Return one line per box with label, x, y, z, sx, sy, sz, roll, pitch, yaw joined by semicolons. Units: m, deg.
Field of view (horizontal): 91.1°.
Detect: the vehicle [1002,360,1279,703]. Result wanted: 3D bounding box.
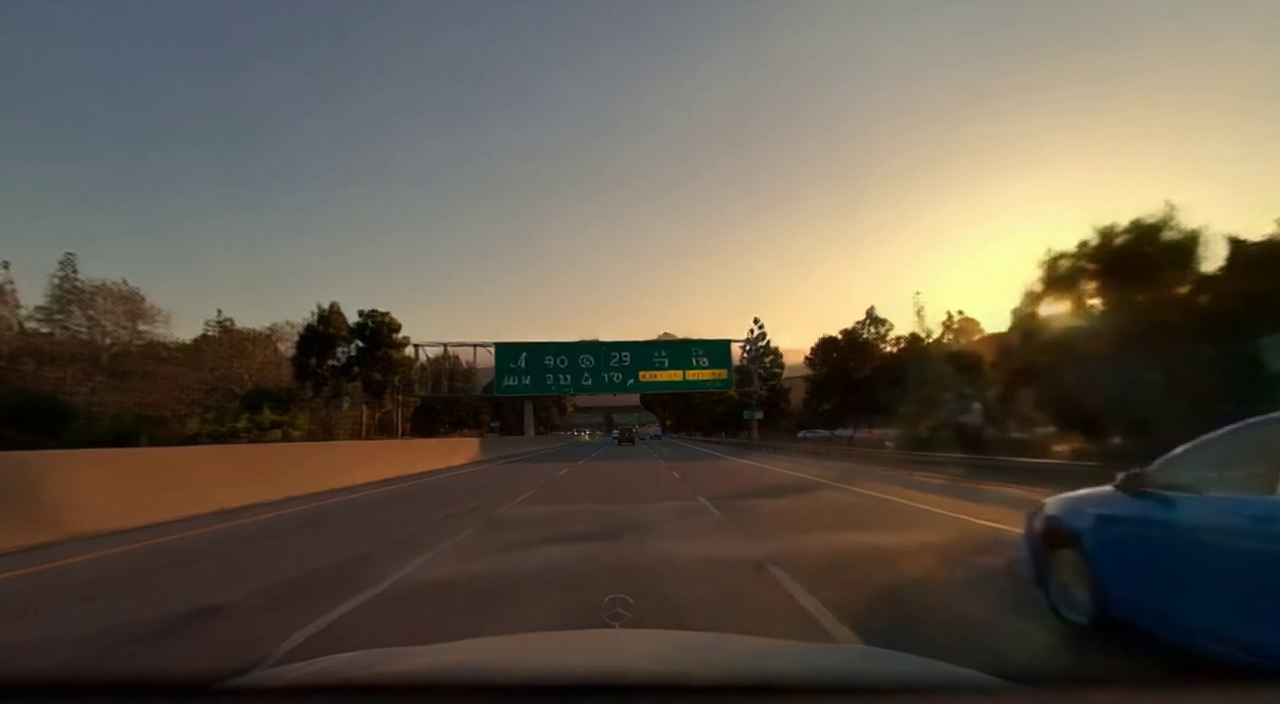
vehicle;3.476;0.793;2.239;1.973;1.563;3.959;0;-8;0
